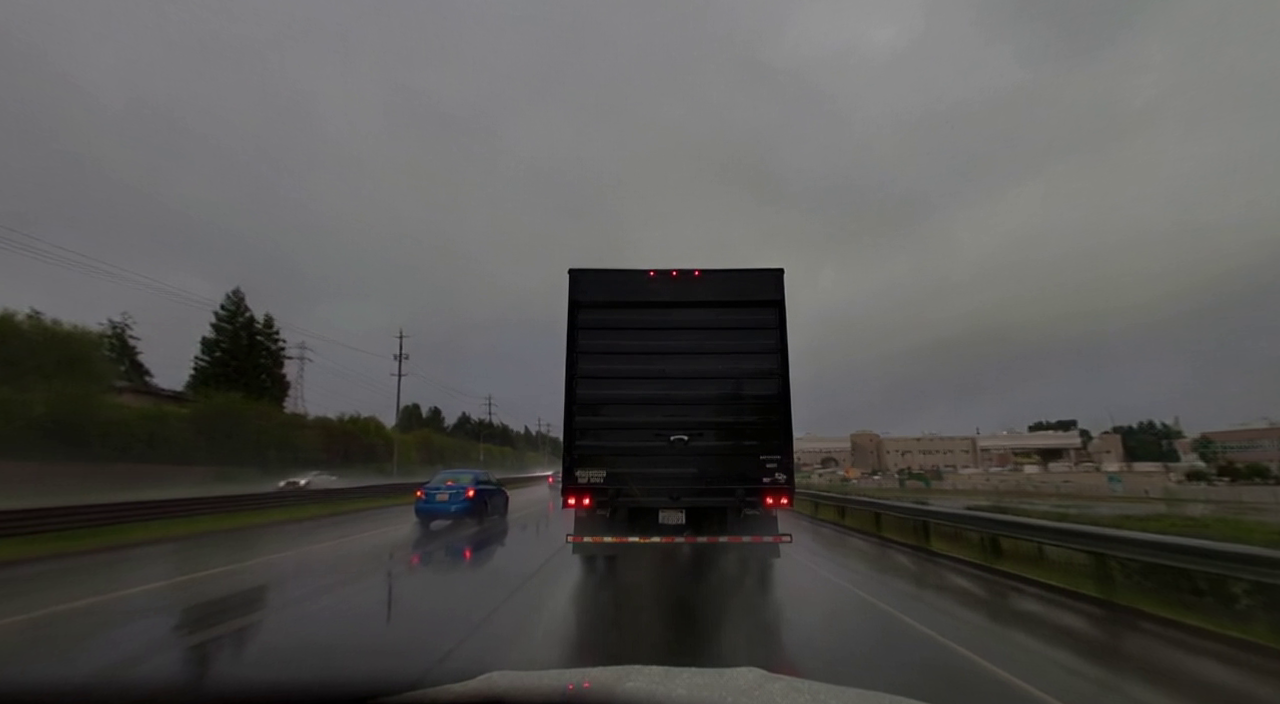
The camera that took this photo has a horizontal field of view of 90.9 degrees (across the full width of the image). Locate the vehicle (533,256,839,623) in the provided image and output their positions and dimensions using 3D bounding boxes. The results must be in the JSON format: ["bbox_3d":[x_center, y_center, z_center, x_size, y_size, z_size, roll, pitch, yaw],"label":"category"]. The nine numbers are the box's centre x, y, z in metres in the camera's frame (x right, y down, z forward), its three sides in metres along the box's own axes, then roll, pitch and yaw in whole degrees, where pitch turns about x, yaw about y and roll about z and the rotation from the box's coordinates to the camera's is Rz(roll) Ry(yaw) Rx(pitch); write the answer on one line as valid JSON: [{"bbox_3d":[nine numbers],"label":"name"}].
[{"bbox_3d":[0.599,1.545,10.429,2.831,3.529,8.689,0,-11,2],"label":"vehicle"}]

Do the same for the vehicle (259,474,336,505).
[{"bbox_3d":[-18.840,7.555,34.857,1.868,1.579,4.060,0,-11,2],"label":"vehicle"}]

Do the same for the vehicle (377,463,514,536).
[{"bbox_3d":[-4.486,3.494,15.355,1.891,1.469,4.431,1,-11,0],"label":"vehicle"}]
